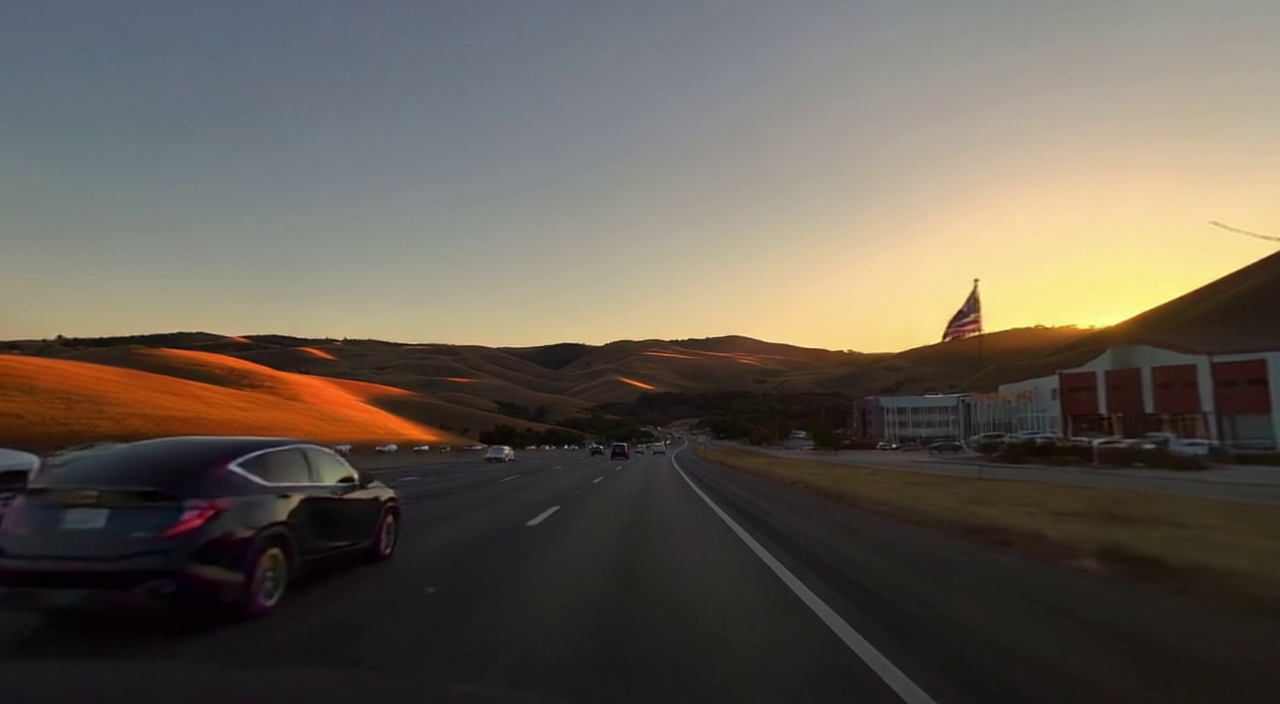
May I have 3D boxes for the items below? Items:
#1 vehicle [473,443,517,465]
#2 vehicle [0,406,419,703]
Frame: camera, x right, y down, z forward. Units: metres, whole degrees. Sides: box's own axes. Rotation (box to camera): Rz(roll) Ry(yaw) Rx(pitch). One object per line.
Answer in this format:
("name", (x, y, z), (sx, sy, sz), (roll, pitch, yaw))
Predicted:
("vehicle", (-10.228, 7.202, 44.792), (1.927, 1.454, 4.395), (-1, -8, 3))
("vehicle", (-3.477, 1.301, 4.991), (1.896, 1.491, 4.146), (0, -8, 1))
